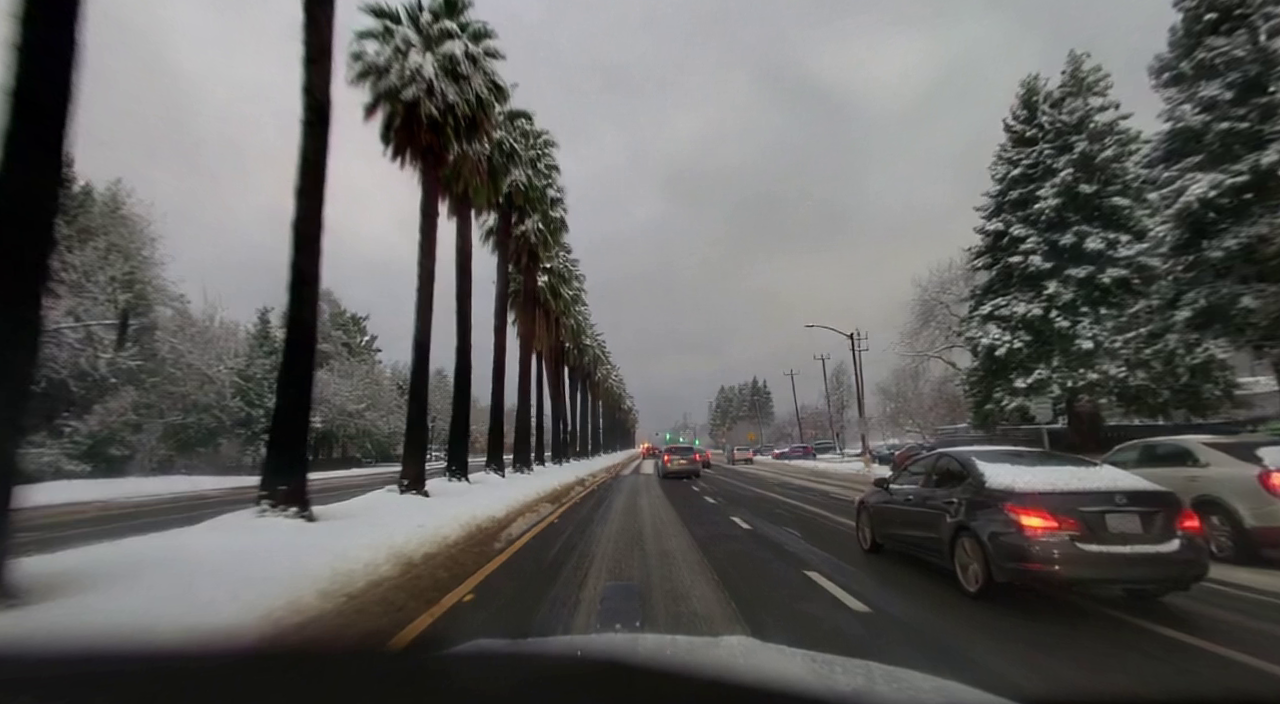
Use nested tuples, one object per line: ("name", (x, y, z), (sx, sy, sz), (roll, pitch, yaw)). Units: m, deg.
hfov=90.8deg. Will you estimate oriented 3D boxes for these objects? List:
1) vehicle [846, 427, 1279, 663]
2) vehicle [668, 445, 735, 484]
("vehicle", (3.760, 1.541, 6.254), (1.875, 1.452, 4.453), (0, -8, -1))
("vehicle", (2.394, 4.513, 25.744), (2.031, 1.444, 4.361), (0, -8, -4))
